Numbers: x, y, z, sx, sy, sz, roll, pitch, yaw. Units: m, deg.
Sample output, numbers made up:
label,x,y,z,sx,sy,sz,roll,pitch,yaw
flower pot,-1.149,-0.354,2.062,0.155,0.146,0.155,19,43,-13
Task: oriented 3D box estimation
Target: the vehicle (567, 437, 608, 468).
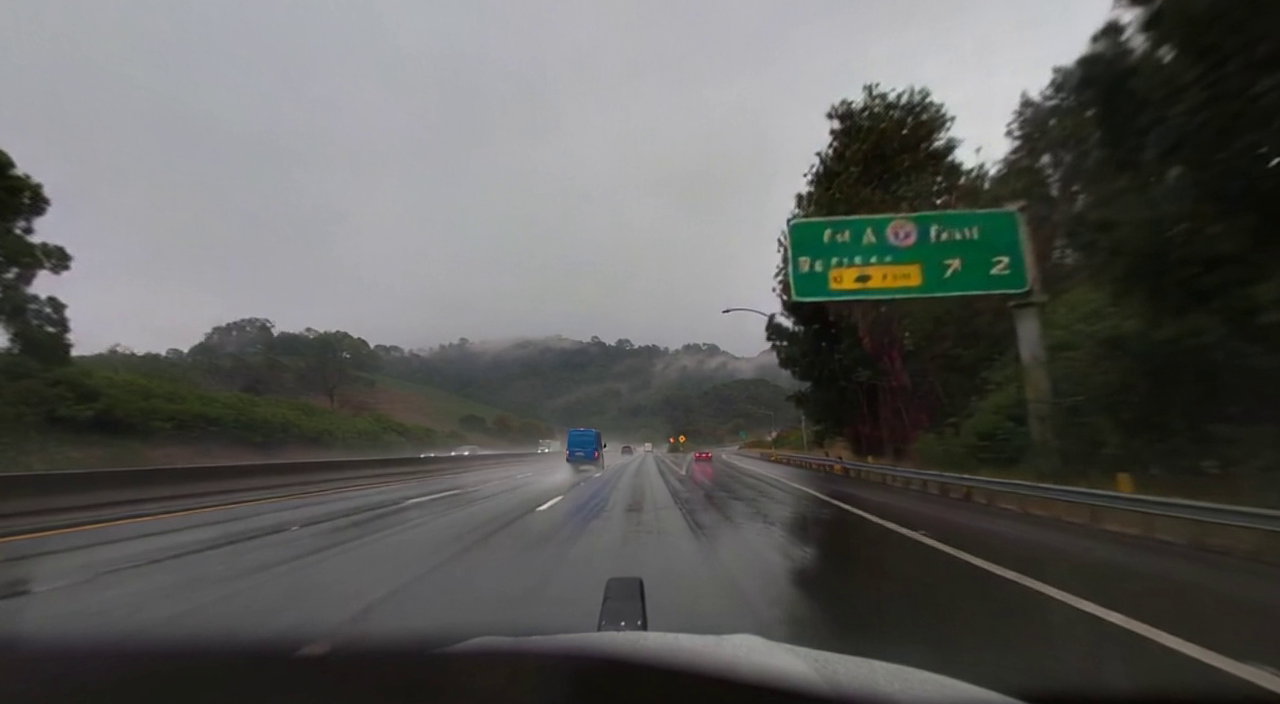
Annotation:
label,x,y,z,sx,sy,sz,roll,pitch,yaw
vehicle,-3.233,6.289,39.433,2.169,1.849,4.639,0,-8,0
